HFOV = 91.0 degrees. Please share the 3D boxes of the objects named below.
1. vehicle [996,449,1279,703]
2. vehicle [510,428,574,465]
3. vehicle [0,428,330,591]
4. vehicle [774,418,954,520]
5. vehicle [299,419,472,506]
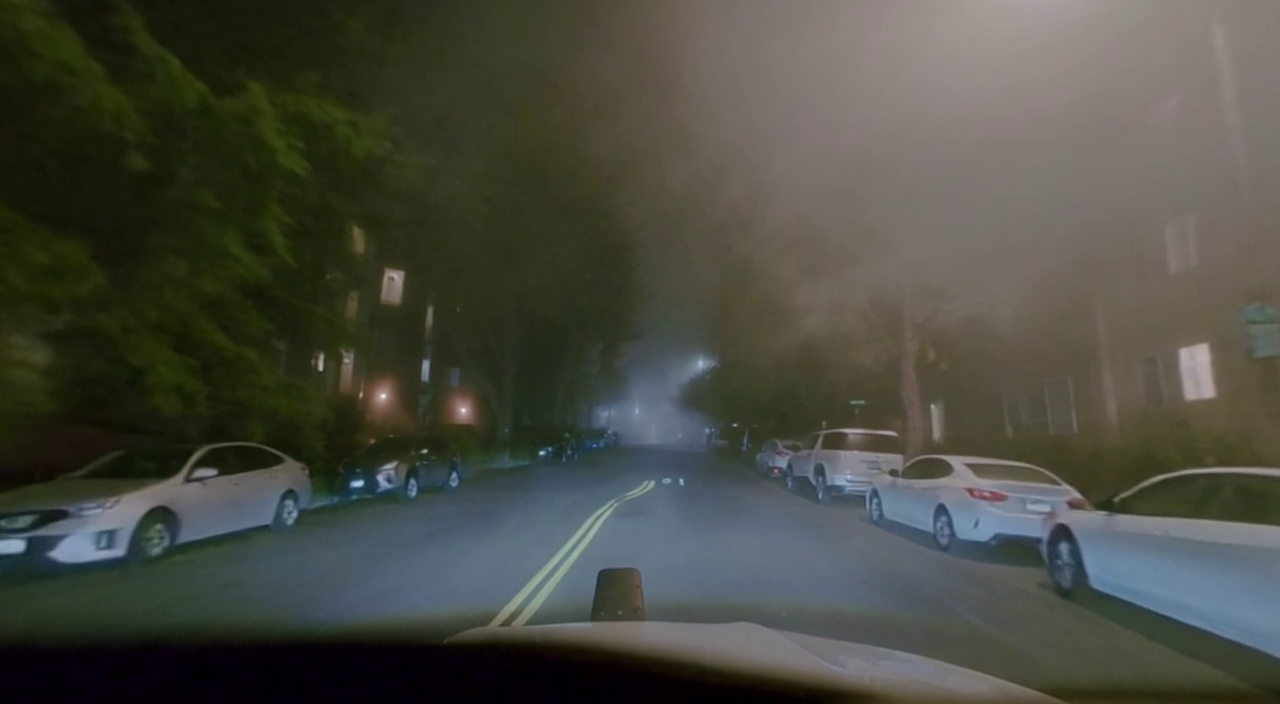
[{"bbox_3d":[4.672,1.392,4.329,1.977,1.410,4.744,-1,-9,4],"label":"vehicle"},{"bbox_3d":[-5.285,5.262,34.606,2.384,1.781,5.492,-3,-10,2],"label":"vehicle"},{"bbox_3d":[-6.336,1.877,8.317,2.067,1.510,4.501,-2,-9,2],"label":"vehicle"},{"bbox_3d":[5.039,2.738,15.400,2.365,1.970,6.011,0,-9,2],"label":"vehicle"},{"bbox_3d":[-6.270,2.851,16.382,2.235,1.802,5.138,-3,-10,2],"label":"vehicle"}]
